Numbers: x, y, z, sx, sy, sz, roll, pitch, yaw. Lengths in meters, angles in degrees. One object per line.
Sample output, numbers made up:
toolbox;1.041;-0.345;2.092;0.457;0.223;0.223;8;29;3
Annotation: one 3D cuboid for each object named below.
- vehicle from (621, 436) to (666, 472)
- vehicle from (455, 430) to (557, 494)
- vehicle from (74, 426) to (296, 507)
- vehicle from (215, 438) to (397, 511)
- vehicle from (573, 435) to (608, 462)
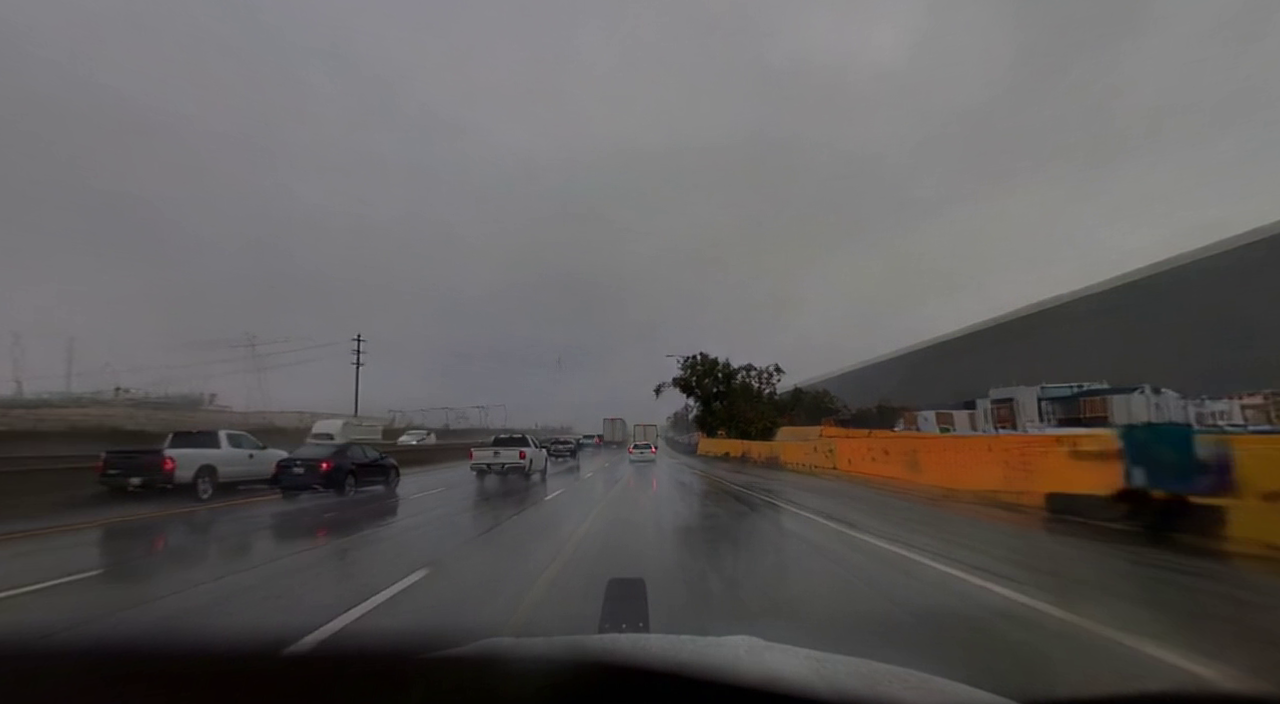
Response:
vehicle;0.181;5.196;32.279;2.136;1.678;4.052;0;-8;1
vehicle;-3.994;3.365;19.709;2.108;1.740;4.549;0;-8;1
vehicle;-11.763;2.975;16.927;2.077;1.829;5.101;0;-8;1
vehicle;-7.745;2.855;15.246;1.949;1.476;4.410;0;-8;1
vehicle;-3.725;7.355;48.179;2.203;1.958;4.848;0;-8;1
